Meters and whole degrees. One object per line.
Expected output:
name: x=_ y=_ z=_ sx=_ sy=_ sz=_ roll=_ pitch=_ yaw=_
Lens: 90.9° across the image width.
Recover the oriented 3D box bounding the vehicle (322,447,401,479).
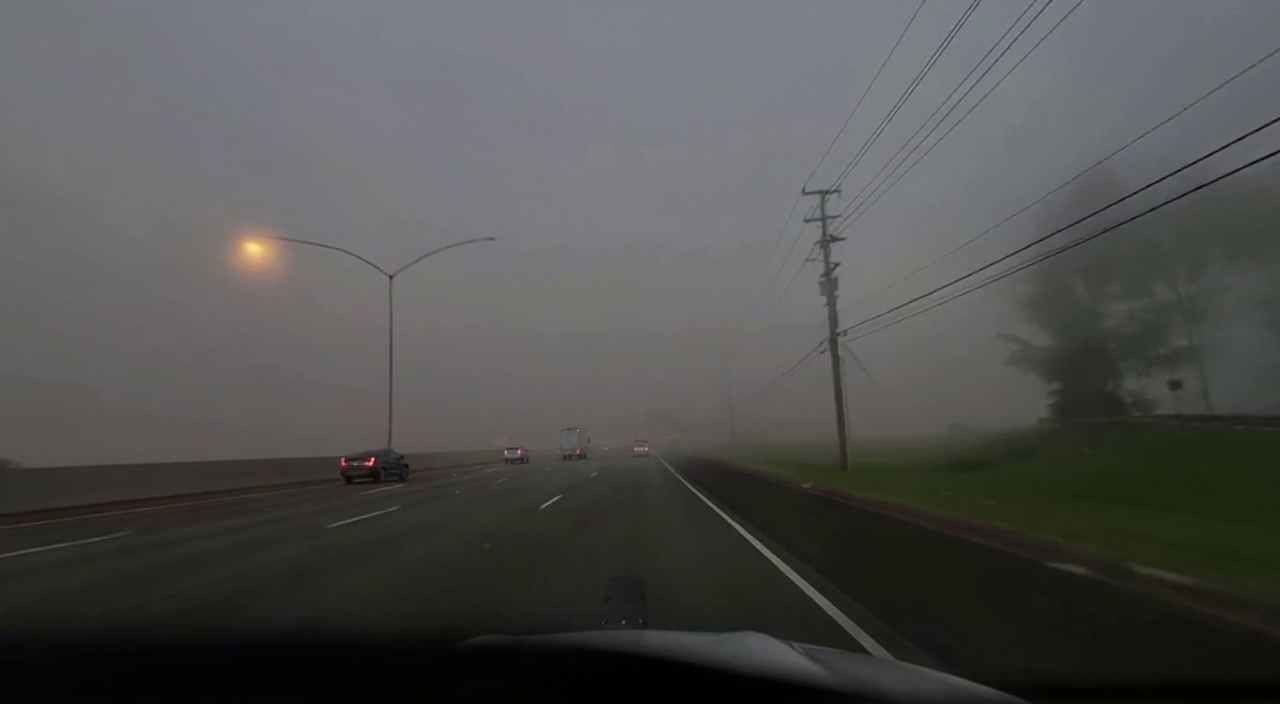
vehicle: x=-14.277 y=5.669 z=32.585 sx=1.988 sy=1.477 sz=4.442 roll=0 pitch=-8 yaw=1
